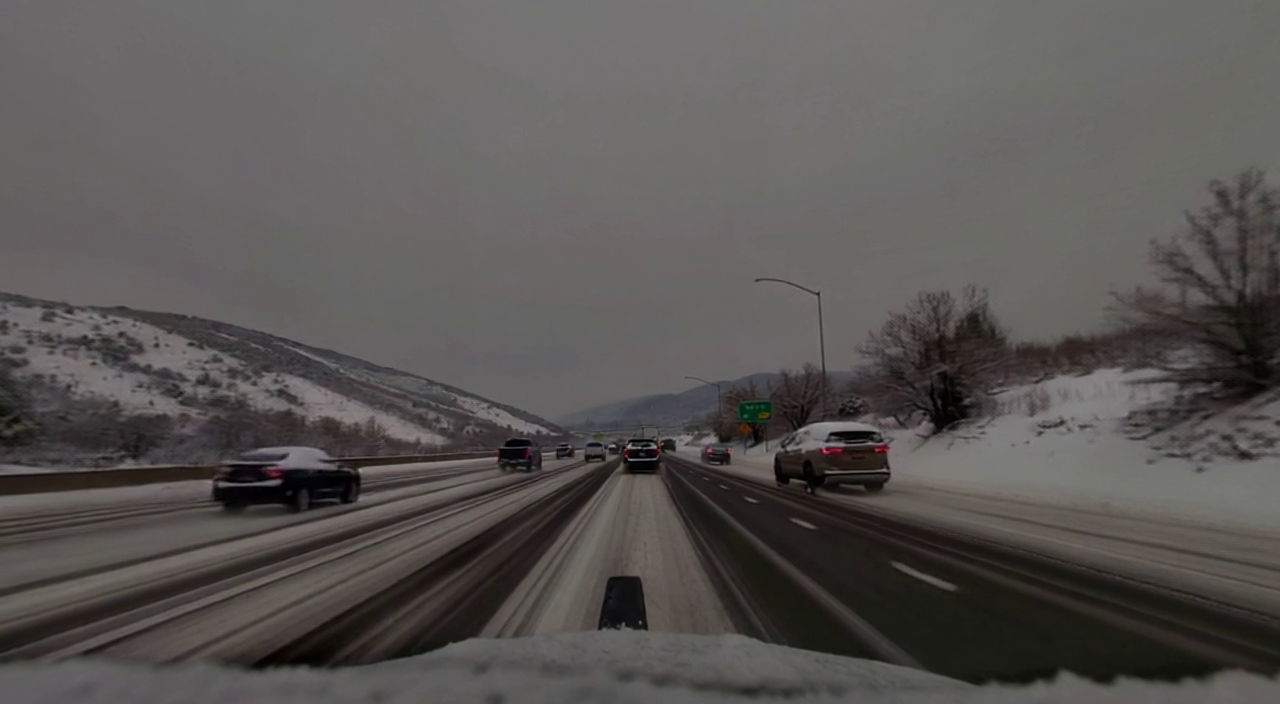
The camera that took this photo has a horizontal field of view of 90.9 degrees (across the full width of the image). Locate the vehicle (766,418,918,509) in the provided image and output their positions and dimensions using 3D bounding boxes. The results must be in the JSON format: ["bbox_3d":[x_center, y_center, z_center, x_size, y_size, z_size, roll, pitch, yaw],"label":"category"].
[{"bbox_3d":[4.669,2.651,15.461,2.029,1.859,4.669,0,-8,-2],"label":"vehicle"}]

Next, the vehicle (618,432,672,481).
[{"bbox_3d":[0.178,4.251,25.917,2.052,1.808,3.898,0,-8,-1],"label":"vehicle"}]

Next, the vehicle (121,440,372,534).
[{"bbox_3d":[-7.398,2.537,12.657,1.916,1.482,4.908,0,-8,0],"label":"vehicle"}]

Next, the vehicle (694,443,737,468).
[{"bbox_3d":[4.622,6.360,39.050,1.998,1.456,4.338,0,-8,-2],"label":"vehicle"}]

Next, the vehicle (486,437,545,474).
[{"bbox_3d":[-6.534,5.490,33.698,2.160,1.799,5.001,0,-8,0],"label":"vehicle"}]
